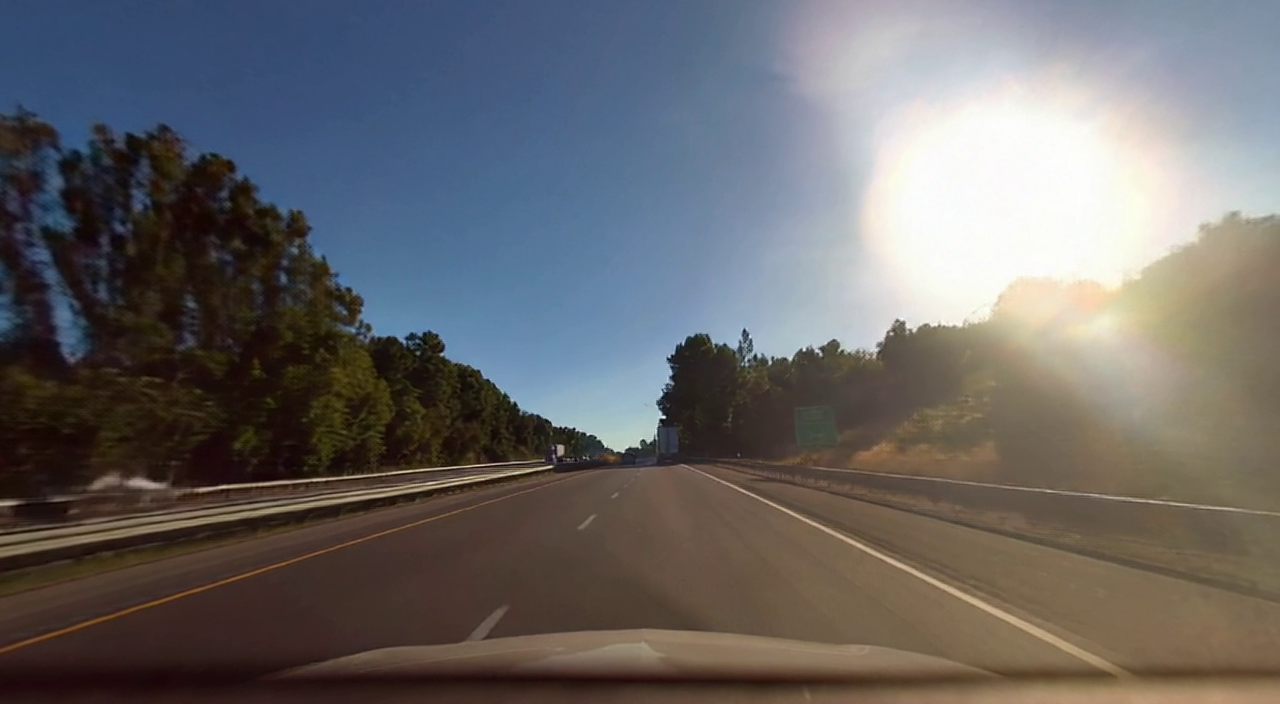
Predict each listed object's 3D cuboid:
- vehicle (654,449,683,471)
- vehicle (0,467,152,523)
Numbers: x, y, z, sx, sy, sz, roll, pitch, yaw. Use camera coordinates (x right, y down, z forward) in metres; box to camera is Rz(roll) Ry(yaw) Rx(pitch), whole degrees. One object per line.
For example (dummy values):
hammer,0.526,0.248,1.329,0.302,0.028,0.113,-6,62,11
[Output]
vehicle,2.161,8.280,48.484,2.096,1.653,4.185,0,-9,2
vehicle,-17.755,4.355,19.610,1.876,1.437,3.888,0,-9,2
